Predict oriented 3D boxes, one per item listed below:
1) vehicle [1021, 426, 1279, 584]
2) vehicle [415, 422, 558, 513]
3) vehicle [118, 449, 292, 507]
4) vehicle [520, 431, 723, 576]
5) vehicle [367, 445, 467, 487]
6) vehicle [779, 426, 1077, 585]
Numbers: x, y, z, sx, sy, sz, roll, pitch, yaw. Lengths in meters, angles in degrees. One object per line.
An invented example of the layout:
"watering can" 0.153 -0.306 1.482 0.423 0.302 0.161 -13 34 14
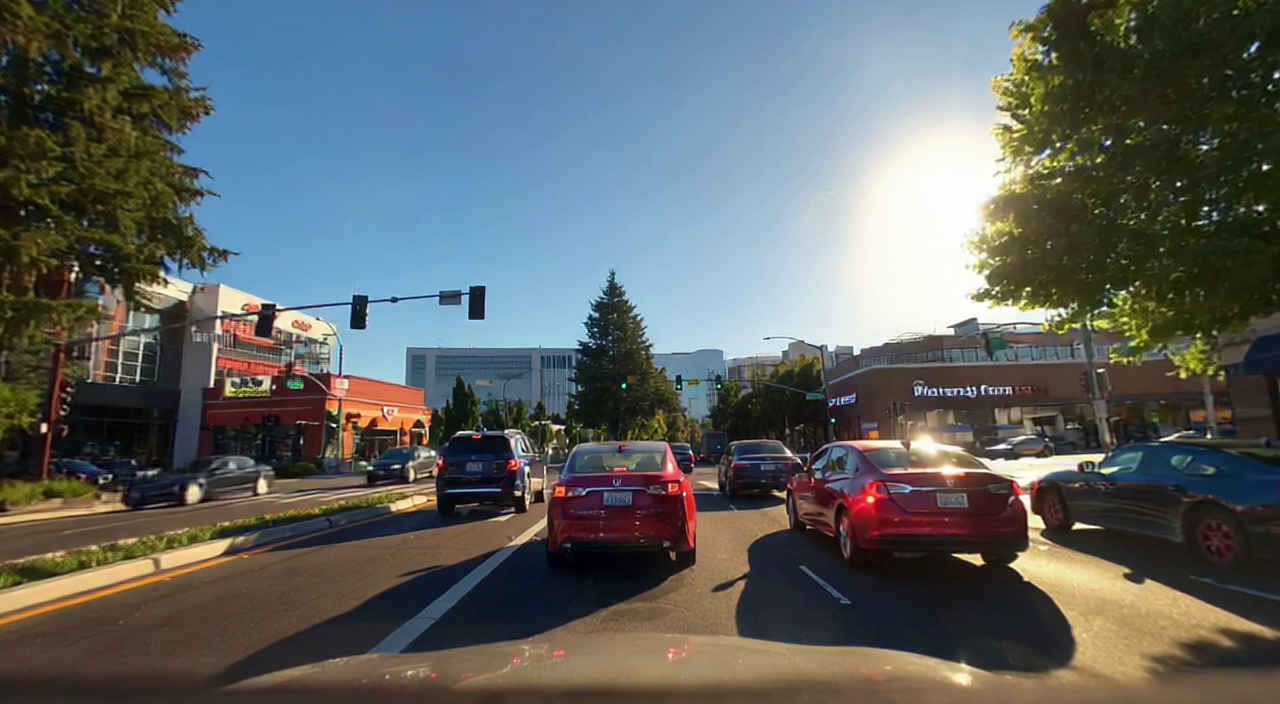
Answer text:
"vehicle" 7.189 1.737 7.860 2.004 1.508 4.646 0 -8 0
"vehicle" -3.449 2.722 15.424 2.160 1.823 5.115 0 -8 1
"vehicle" -12.528 3.609 18.644 1.872 1.463 4.455 0 -8 2
"vehicle" -0.166 1.864 8.566 2.098 1.477 3.897 0 -8 1
"vehicle" -8.335 4.286 24.116 2.045 1.438 4.480 0 -8 2
"vehicle" 3.237 1.791 8.230 2.020 1.513 4.120 0 -8 2
